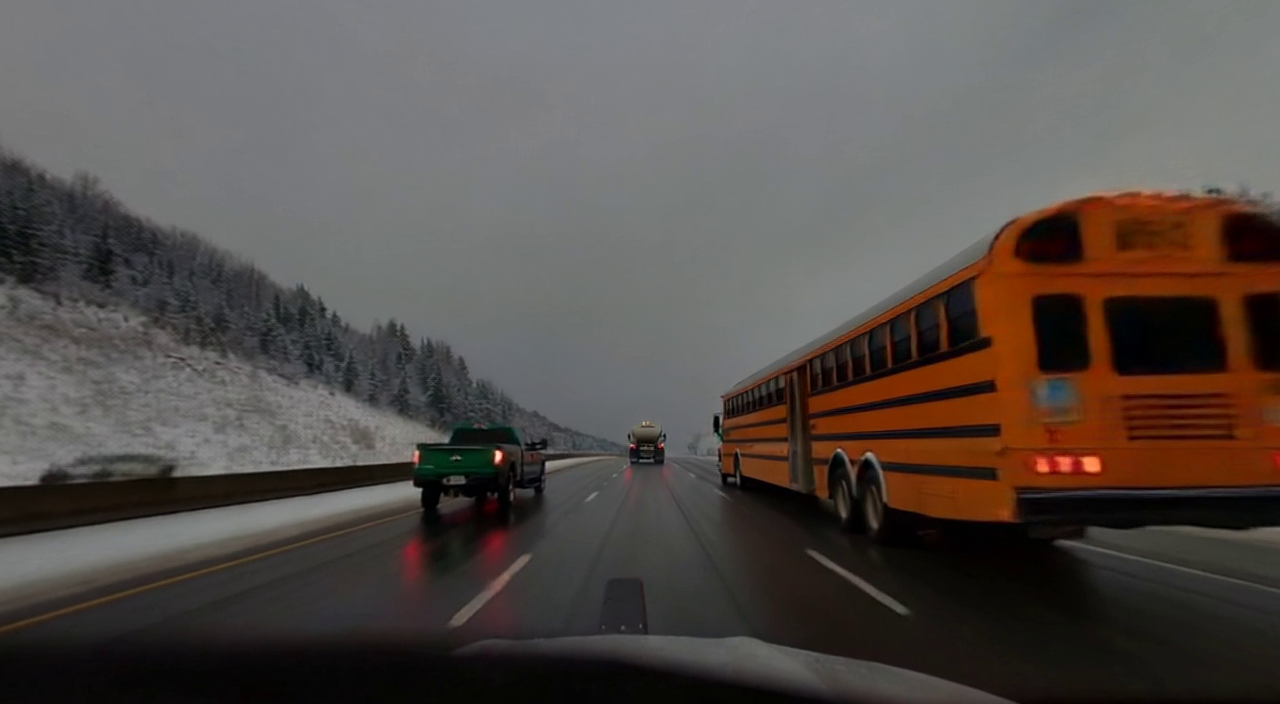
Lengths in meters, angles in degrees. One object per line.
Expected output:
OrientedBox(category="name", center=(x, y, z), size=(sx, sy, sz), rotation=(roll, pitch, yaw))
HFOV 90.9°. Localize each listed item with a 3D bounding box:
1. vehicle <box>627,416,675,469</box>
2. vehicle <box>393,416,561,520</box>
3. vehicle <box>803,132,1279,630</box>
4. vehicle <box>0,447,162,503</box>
OrientedBox(category="vehicle", center=(0.705, 6.436, 44.772), size=(2.948, 3.265, 10.569), rotation=(0, -8, 0))
OrientedBox(category="vehicle", center=(-3.441, 2.610, 14.843), size=(2.241, 1.927, 5.833), rotation=(0, -8, 2))
OrientedBox(category="vehicle", center=(4.397, 0.621, 8.156), size=(2.716, 3.705, 7.018), rotation=(0, -8, 1))
OrientedBox(category="vehicle", center=(-21.423, 4.640, 24.368), size=(2.145, 1.885, 4.676), rotation=(0, -8, 0))
